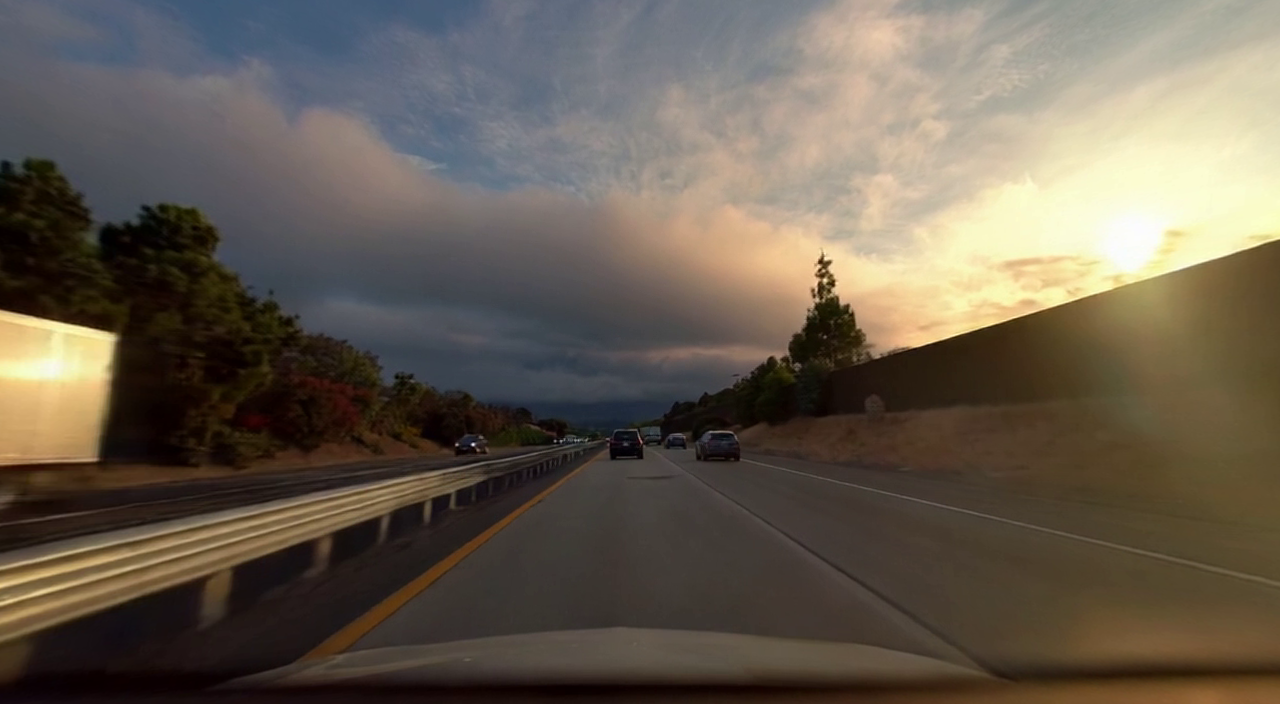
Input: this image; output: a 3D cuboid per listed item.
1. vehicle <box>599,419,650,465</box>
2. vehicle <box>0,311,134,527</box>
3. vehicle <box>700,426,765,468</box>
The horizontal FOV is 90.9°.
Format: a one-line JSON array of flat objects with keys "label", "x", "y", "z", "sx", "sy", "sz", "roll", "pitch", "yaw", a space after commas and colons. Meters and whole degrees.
[{"label": "vehicle", "x": -0.760, "y": 4.312, "z": 30.275, "sx": 2.270, "sy": 2.044, "sz": 4.633, "roll": 0, "pitch": -8, "yaw": -2}, {"label": "vehicle", "x": -13.549, "y": 0.720, "z": 7.898, "sx": 3.084, "sy": 4.047, "sz": 14.012, "roll": 0, "pitch": -8, "yaw": -1}, {"label": "vehicle", "x": 3.772, "y": 3.961, "z": 26.428, "sx": 1.981, "sy": 1.606, "sz": 3.956, "roll": 0, "pitch": -8, "yaw": -2}]
